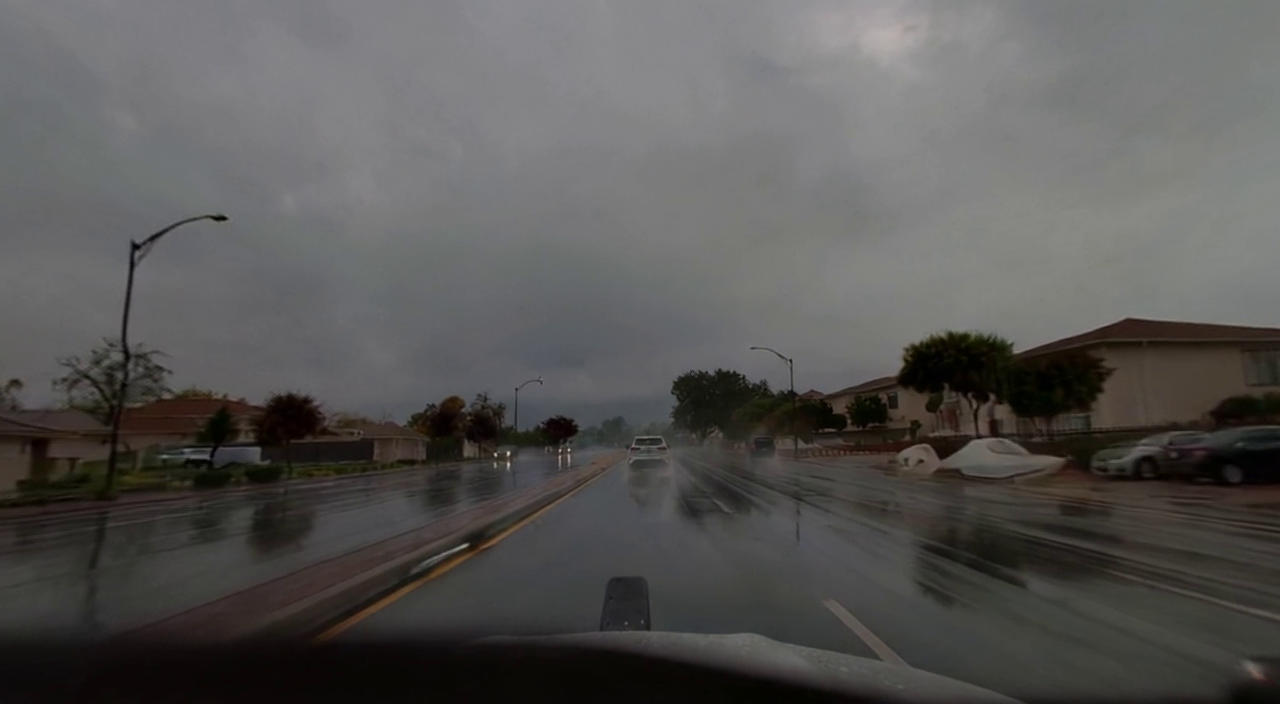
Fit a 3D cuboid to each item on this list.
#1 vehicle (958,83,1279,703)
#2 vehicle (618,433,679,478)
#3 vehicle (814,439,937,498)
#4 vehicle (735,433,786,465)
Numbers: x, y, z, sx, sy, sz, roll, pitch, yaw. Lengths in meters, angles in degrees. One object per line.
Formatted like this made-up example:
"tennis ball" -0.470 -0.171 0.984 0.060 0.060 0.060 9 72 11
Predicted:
"vehicle" 3.263 0.258 1.050 2.268 2.584 6.049 0 -8 0
"vehicle" 0.337 4.213 25.867 2.289 1.679 4.180 0 -8 0
"vehicle" 6.602 3.269 18.224 1.897 1.477 4.360 0 -8 0
"vehicle" 8.105 6.604 43.149 2.436 2.010 5.595 0 -8 1
